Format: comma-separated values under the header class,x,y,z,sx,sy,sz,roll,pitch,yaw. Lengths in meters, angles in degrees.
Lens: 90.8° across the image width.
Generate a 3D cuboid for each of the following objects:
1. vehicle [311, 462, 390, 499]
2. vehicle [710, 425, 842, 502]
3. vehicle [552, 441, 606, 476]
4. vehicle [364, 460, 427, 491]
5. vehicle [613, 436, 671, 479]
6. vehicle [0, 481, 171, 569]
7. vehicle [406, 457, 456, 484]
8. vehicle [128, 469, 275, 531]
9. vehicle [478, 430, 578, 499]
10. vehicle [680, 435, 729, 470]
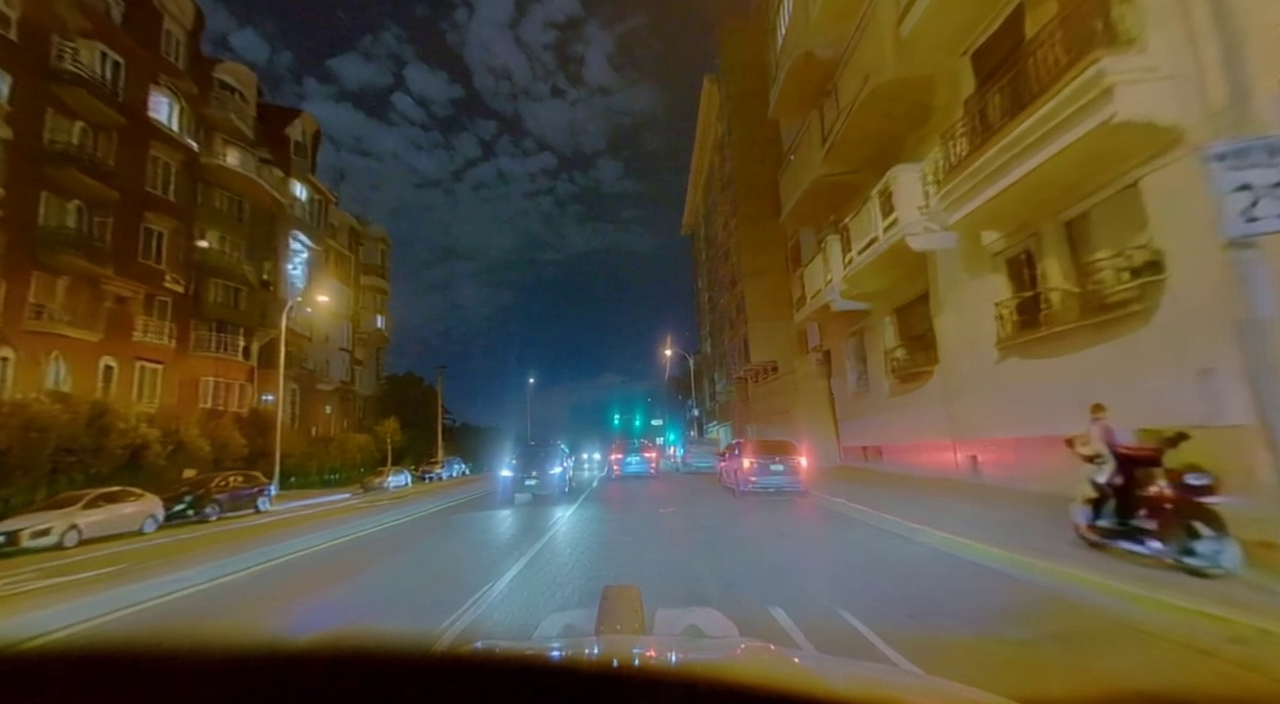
class,x,y,z,sx,sy,sz,roll,pitch,yaw
vehicle,-13.940,6.195,30.740,1.844,1.499,4.421,0,-8,-1
vehicle,3.032,2.607,15.222,2.077,1.532,4.694,0,-8,-1
vehicle,-2.744,4.947,29.564,2.109,1.477,4.509,0,-8,0
vehicle,-13.792,6.981,35.922,1.752,1.479,4.575,0,-8,0
vehicle,0.075,3.949,23.868,2.026,1.496,3.701,0,-8,0
vehicle,-13.775,3.954,15.007,1.907,1.480,4.498,0,-8,-2
vehicle,-13.863,7.922,42.154,1.835,1.476,4.532,-7,-11,-1
vehicle,-13.839,4.655,20.304,1.839,1.594,4.055,0,-8,-1
vehicle,-3.038,3.143,18.091,2.065,1.705,4.353,0,-8,0
vehicle,2.987,4.765,30.184,1.933,1.501,4.349,0,-8,0
